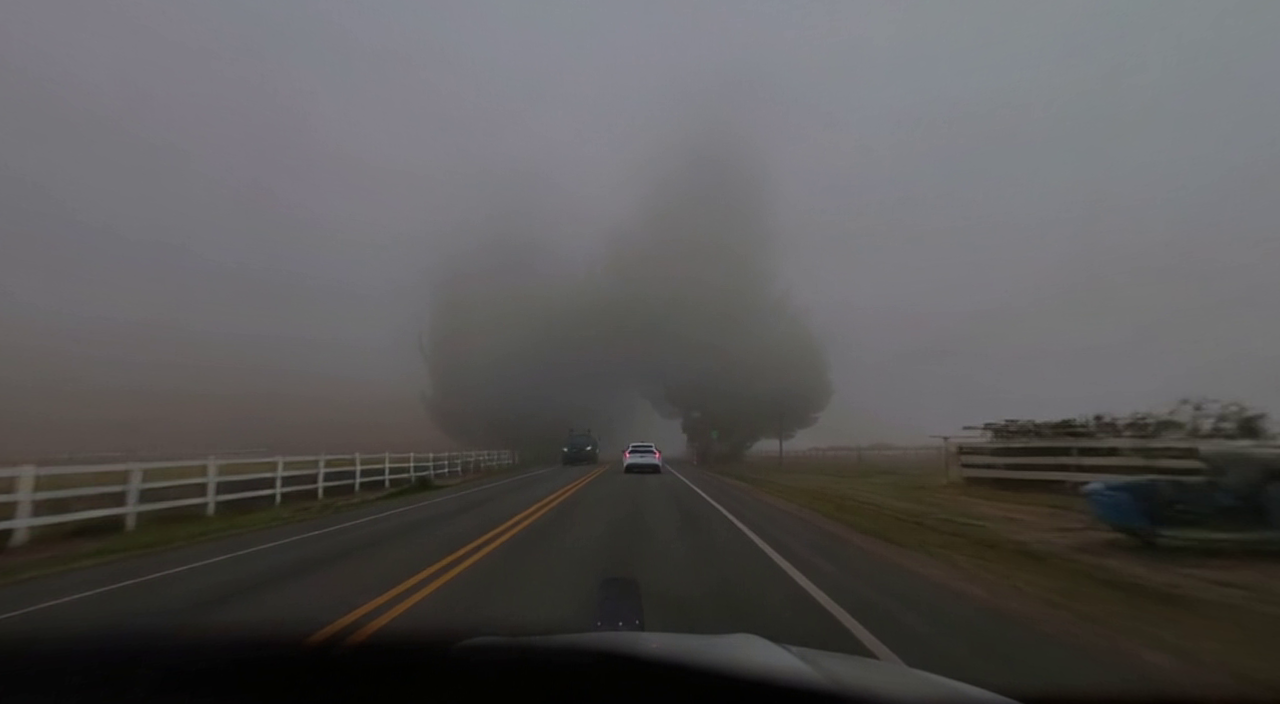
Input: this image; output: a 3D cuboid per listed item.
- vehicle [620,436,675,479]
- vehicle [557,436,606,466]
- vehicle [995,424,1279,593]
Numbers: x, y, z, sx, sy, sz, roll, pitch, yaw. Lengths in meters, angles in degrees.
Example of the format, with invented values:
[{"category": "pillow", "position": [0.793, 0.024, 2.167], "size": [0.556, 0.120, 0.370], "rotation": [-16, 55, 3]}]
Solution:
[{"category": "vehicle", "position": [0.295, 4.457, 26.884], "size": [2.158, 1.669, 4.006], "rotation": [0, -8, 1]}, {"category": "vehicle", "position": [-4.285, 7.467, 47.898], "size": [2.906, 2.116, 6.952], "rotation": [0, -8, 1]}, {"category": "vehicle", "position": [6.694, 1.520, 6.483], "size": [4.979, 1.503, 2.010], "rotation": [-3, -9, 20]}]
